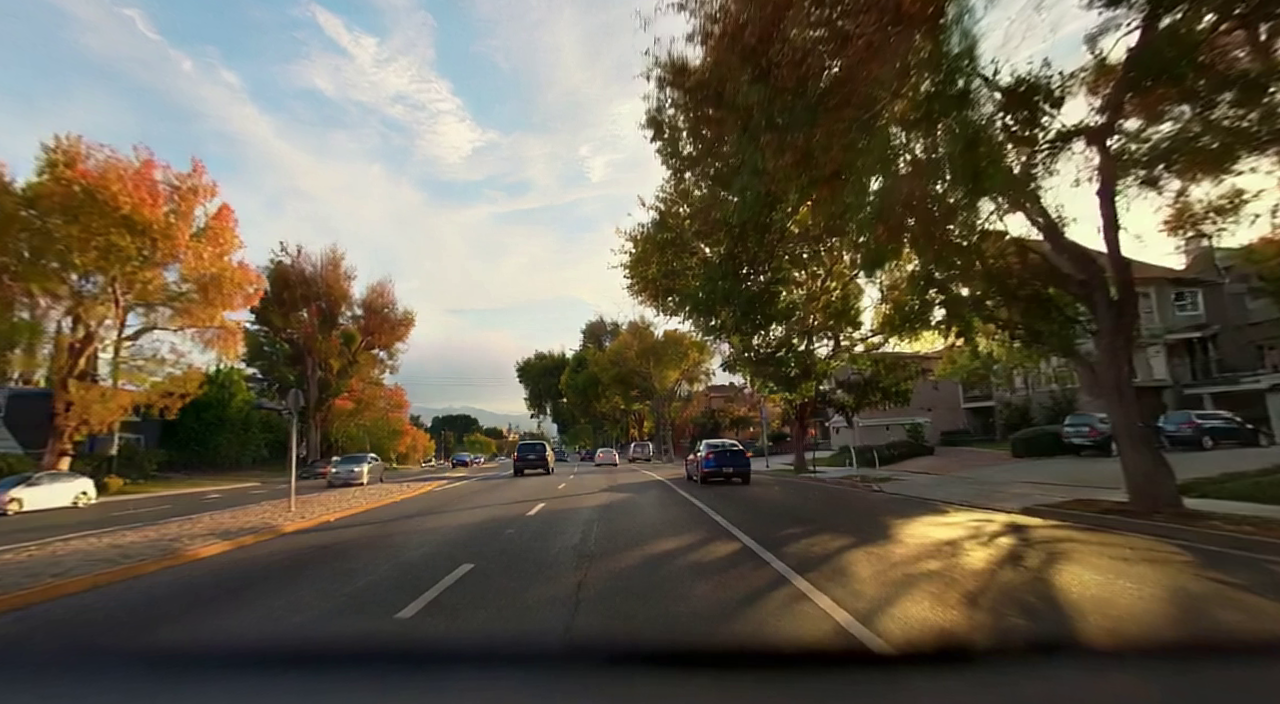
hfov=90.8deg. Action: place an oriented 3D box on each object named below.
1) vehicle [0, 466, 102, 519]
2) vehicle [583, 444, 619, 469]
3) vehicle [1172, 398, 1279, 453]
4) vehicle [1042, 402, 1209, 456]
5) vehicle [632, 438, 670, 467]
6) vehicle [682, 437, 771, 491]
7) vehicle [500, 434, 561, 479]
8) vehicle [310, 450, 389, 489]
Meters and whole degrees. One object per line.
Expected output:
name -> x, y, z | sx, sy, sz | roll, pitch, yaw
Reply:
vehicle -> -20.604, 4.571, 20.760 | 1.846, 1.487, 4.601 | 0, -8, -2
vehicle -> -2.459, 6.441, 39.150 | 2.030, 1.477, 4.330 | 1, -8, -6
vehicle -> 23.678, 2.834, 24.651 | 4.182, 1.698, 1.893 | -4, -12, -9
vehicle -> 18.299, 2.949, 23.911 | 4.960, 1.906, 2.014 | 1, -8, -10
vehicle -> 0.698, 6.962, 43.903 | 2.099, 1.845, 4.363 | 1, -8, -7
vehicle -> 2.523, 3.405, 19.545 | 1.884, 1.463, 4.195 | 0, -8, -4
vehicle -> -4.793, 4.641, 28.307 | 2.218, 1.829, 4.492 | 0, -8, -4
vehicle -> -13.484, 5.438, 29.617 | 1.867, 1.609, 4.175 | 0, -8, -3
